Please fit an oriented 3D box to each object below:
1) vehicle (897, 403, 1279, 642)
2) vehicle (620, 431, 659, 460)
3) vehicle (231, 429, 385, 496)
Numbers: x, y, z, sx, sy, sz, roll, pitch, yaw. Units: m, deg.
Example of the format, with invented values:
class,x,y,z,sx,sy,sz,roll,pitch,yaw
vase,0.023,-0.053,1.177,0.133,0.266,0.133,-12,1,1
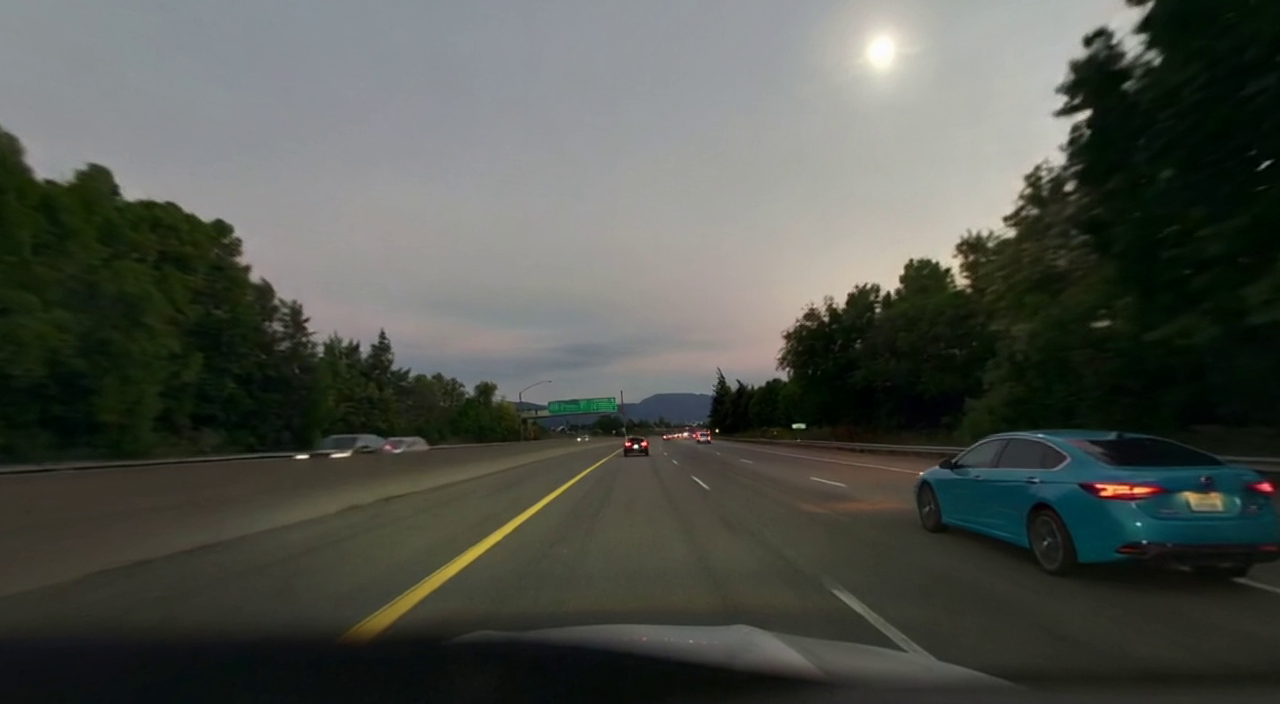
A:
class,x,y,z,sx,sy,sz,roll,pitch,yaw
vehicle,4.521,1.368,6.213,1.981,1.467,4.459,0,-8,-2
vehicle,-0.027,5.199,35.110,2.046,1.526,3.903,0,-8,0
vehicle,-9.506,3.172,18.609,2.128,1.691,4.589,0,-8,-1
